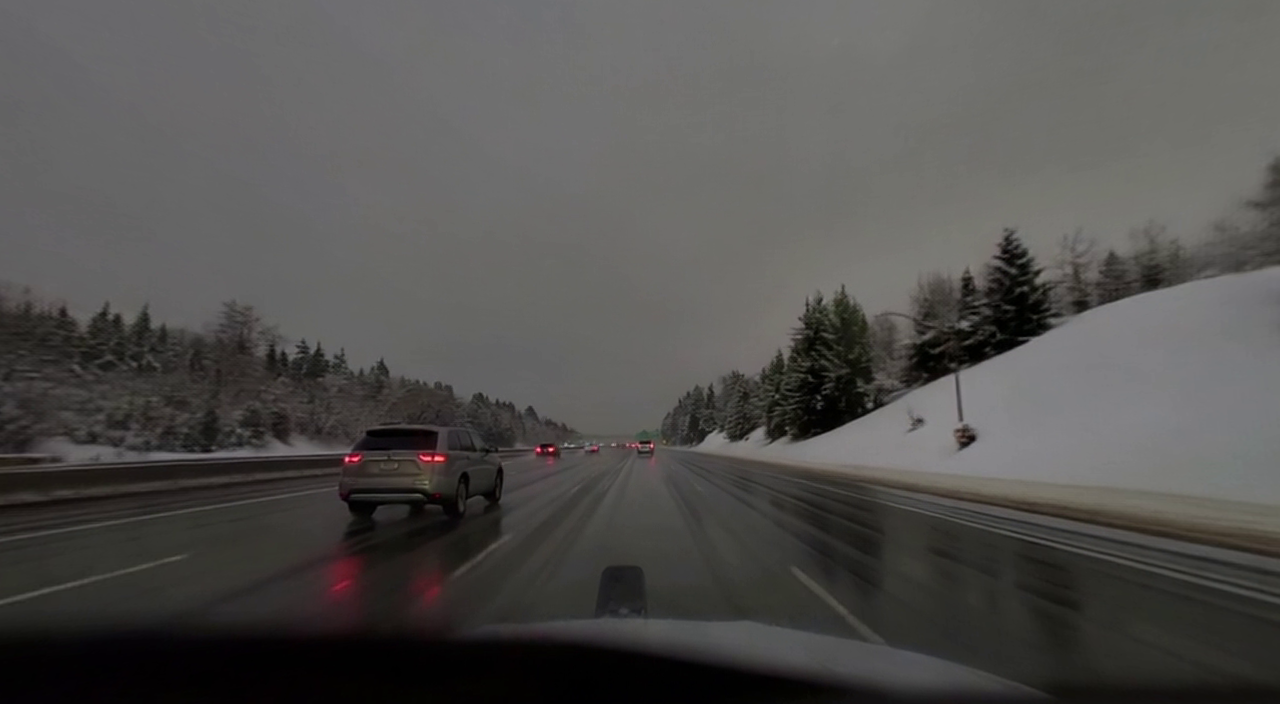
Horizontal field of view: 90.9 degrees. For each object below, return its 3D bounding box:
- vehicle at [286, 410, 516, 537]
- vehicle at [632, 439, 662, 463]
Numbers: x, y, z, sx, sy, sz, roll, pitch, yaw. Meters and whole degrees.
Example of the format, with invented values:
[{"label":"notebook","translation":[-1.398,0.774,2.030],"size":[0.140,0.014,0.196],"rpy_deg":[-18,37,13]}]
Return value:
[{"label":"vehicle","translation":[-3.785,2.025,11.087],"size":[2.214,1.759,4.435],"rpy_deg":[-1,-8,1]},{"label":"vehicle","translation":[0.445,7.011,44.878],"size":[2.023,1.589,4.030],"rpy_deg":[0,-8,0]}]
